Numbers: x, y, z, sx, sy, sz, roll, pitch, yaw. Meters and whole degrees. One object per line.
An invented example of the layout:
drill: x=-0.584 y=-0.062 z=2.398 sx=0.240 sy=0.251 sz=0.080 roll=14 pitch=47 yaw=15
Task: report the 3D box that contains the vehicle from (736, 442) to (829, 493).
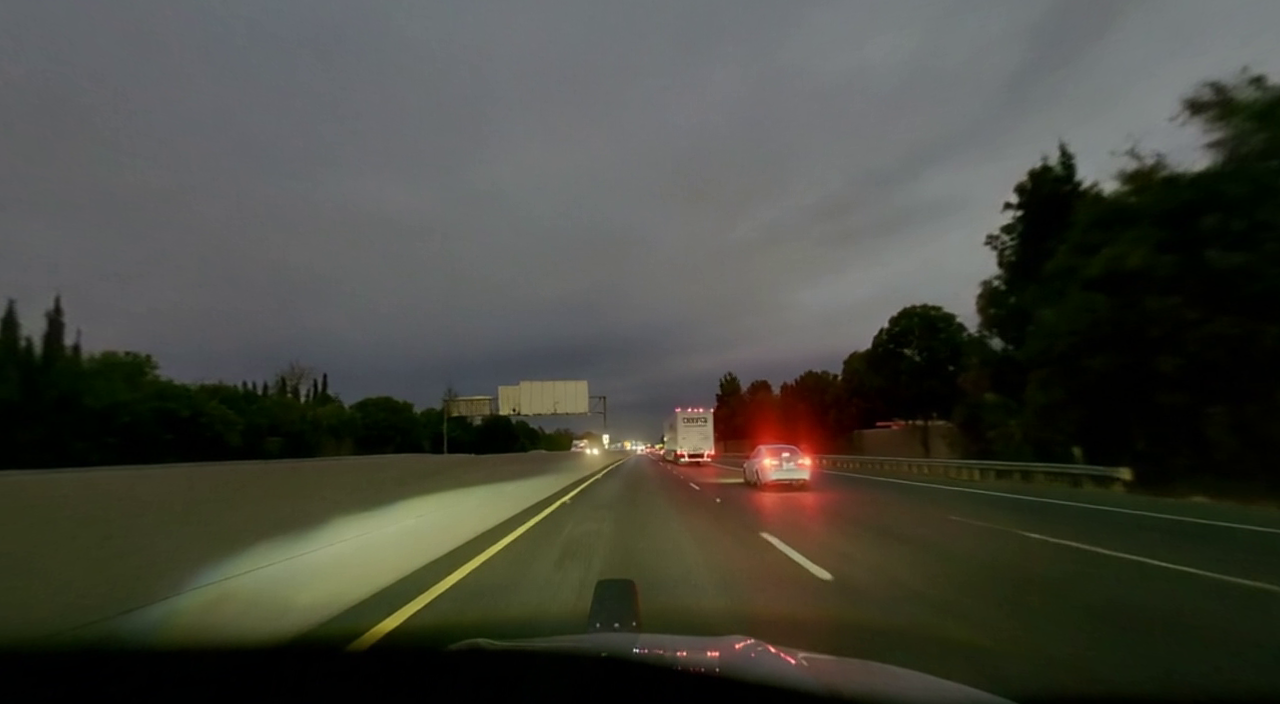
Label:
vehicle: x=4.476 y=3.701 z=20.438 sx=1.917 sy=1.471 sz=4.149 roll=0 pitch=-9 yaw=-2
